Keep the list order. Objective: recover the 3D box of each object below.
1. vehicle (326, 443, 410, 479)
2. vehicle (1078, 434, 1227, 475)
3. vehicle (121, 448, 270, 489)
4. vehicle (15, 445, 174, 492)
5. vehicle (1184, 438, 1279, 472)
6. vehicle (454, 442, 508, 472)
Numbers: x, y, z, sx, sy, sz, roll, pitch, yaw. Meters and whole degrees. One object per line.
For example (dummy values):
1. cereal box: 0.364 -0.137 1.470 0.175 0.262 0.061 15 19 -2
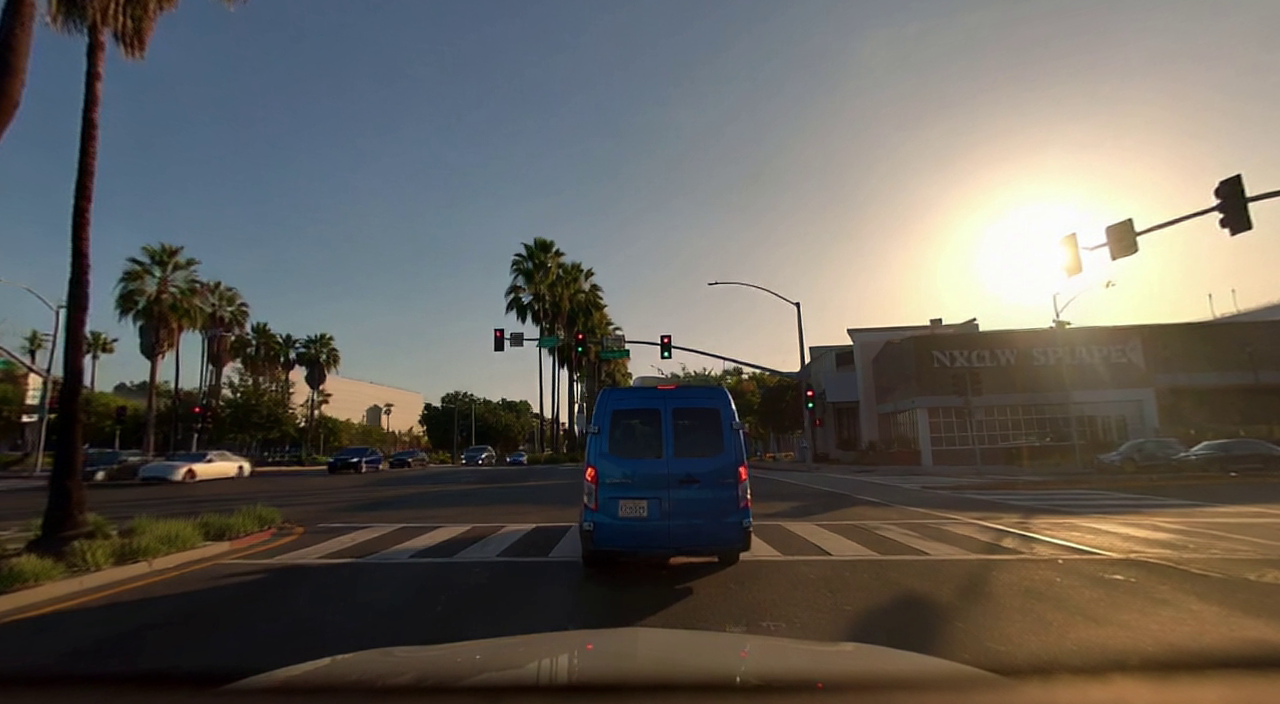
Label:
1. vehicle: -13.949 5.607 32.760 2.074 1.671 4.755 0 -9 2
2. vehicle: 22.230 4.466 27.552 4.533 1.676 2.236 0 -9 -1
3. vehicle: -17.581 4.620 25.425 2.221 1.449 5.092 0 -9 1
4. vehicle: -21.333 4.533 25.028 2.107 1.642 4.561 0 -9 2
5. vehicle: 27.387 4.620 28.383 4.625 1.451 1.801 1 -9 -9
6. vehicle: -9.709 6.438 38.910 2.074 1.681 4.417 0 -9 1
